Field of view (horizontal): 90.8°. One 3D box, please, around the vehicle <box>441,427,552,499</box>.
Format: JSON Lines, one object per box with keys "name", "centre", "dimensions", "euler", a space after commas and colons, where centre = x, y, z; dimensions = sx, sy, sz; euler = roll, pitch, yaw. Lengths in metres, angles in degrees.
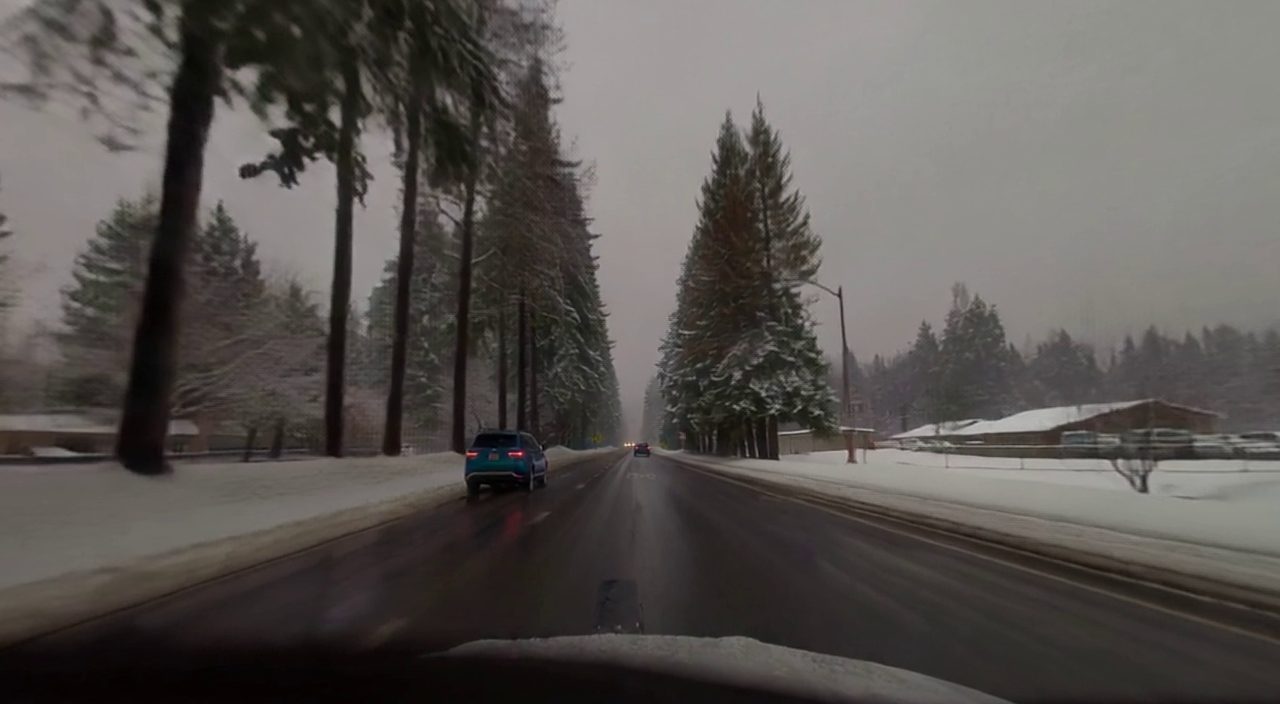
{"name": "vehicle", "centre": [-3.794, 3.017, 17.539], "dimensions": [2.078, 1.748, 4.279], "euler": [0, -8, 0]}
